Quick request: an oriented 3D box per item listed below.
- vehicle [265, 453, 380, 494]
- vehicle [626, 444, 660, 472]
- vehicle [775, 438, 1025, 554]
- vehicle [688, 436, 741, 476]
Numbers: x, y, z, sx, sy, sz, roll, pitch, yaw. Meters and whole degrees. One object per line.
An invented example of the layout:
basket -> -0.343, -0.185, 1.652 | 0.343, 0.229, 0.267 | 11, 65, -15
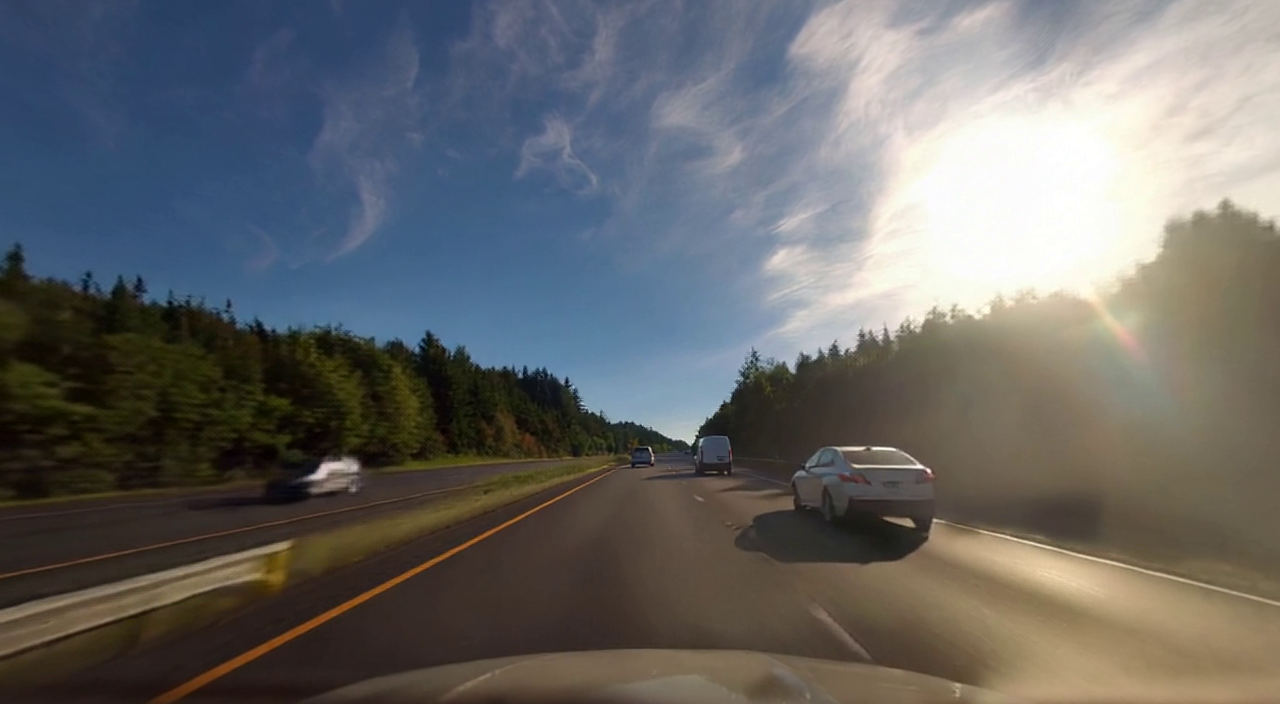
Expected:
vehicle -> -12.425, 4.755, 25.069 | 2.071, 1.427, 4.697 | -1, -9, 1
vehicle -> 0.210, 6.893, 41.102 | 2.087, 1.707, 4.316 | -1, -9, 1
vehicle -> 3.793, 2.193, 10.404 | 2.043, 1.431, 4.922 | 0, -9, 0
vehicle -> 4.154, 5.916, 35.963 | 2.371, 2.045, 4.768 | 0, -9, 0
